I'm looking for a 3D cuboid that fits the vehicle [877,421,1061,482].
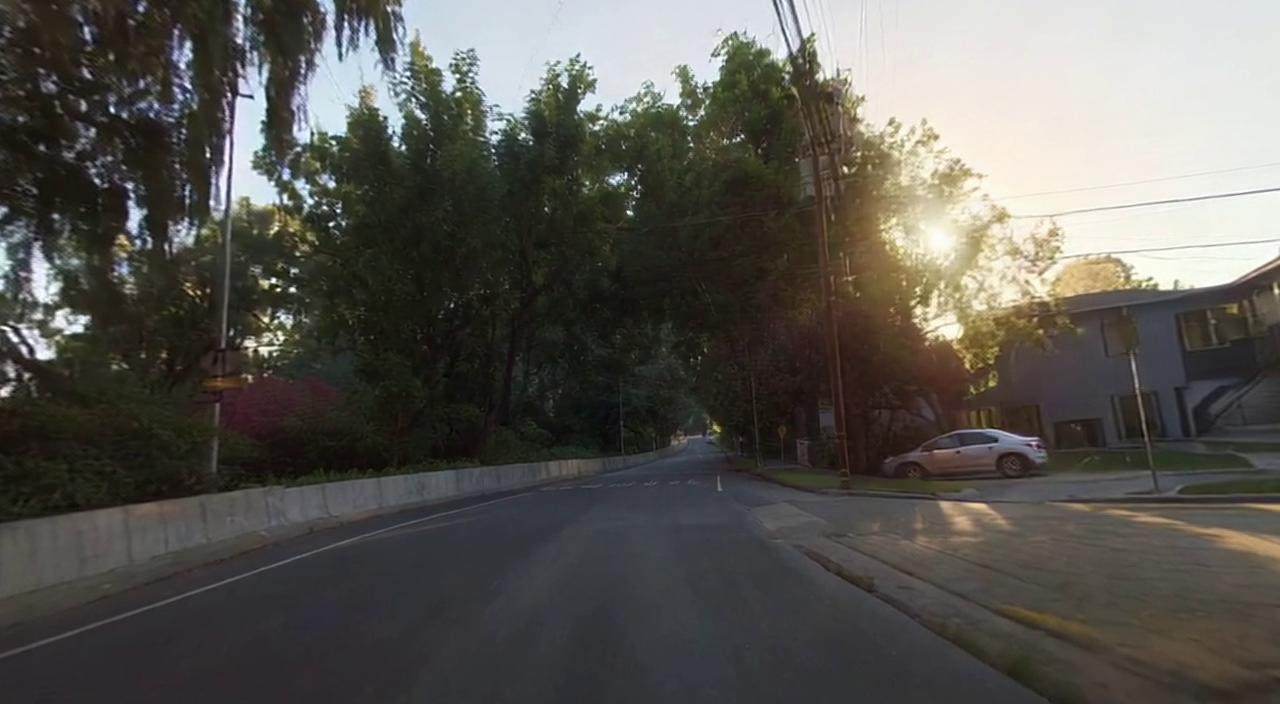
[{"bbox_3d":[10.098,3.097,19.685,4.614,1.764,1.860,-1,-8,5],"label":"vehicle"}]
